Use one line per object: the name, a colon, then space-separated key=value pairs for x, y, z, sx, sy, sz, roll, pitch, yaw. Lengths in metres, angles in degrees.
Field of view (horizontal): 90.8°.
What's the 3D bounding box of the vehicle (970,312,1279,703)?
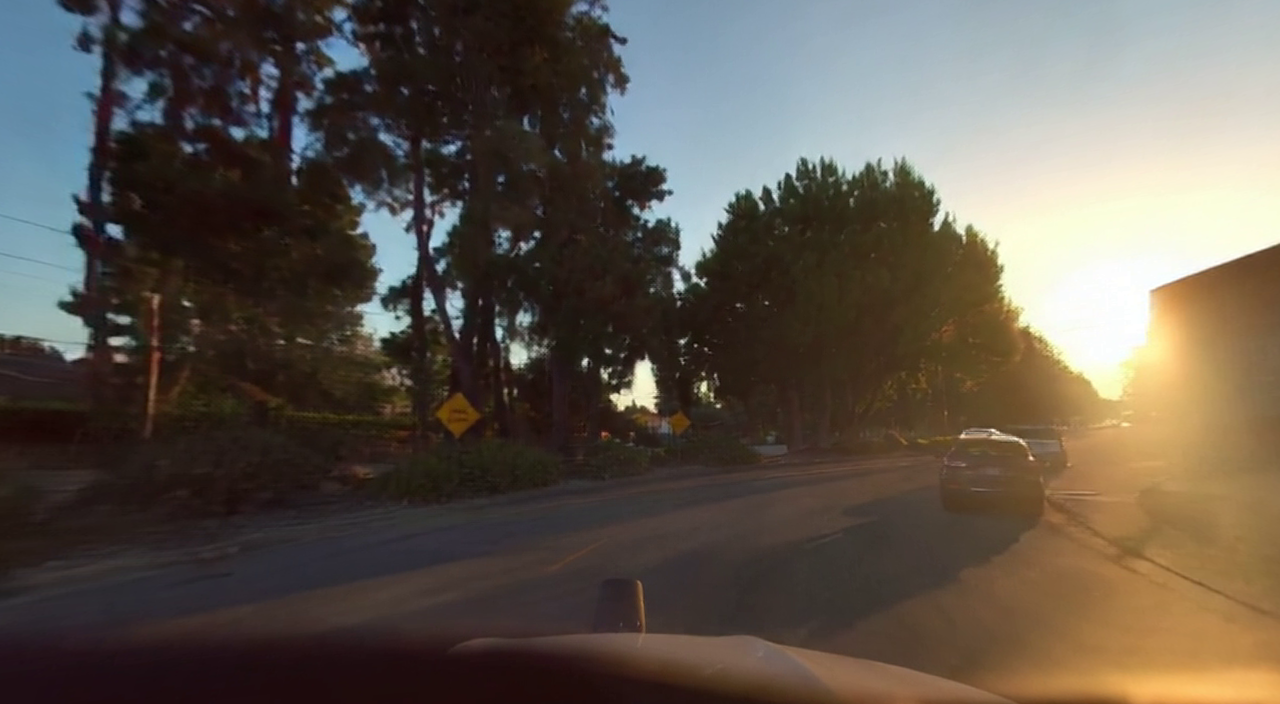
vehicle: x=4.466 y=1.035 z=4.948 sx=2.081 sy=1.866 sz=4.648 roll=-2 pitch=-9 yaw=12
